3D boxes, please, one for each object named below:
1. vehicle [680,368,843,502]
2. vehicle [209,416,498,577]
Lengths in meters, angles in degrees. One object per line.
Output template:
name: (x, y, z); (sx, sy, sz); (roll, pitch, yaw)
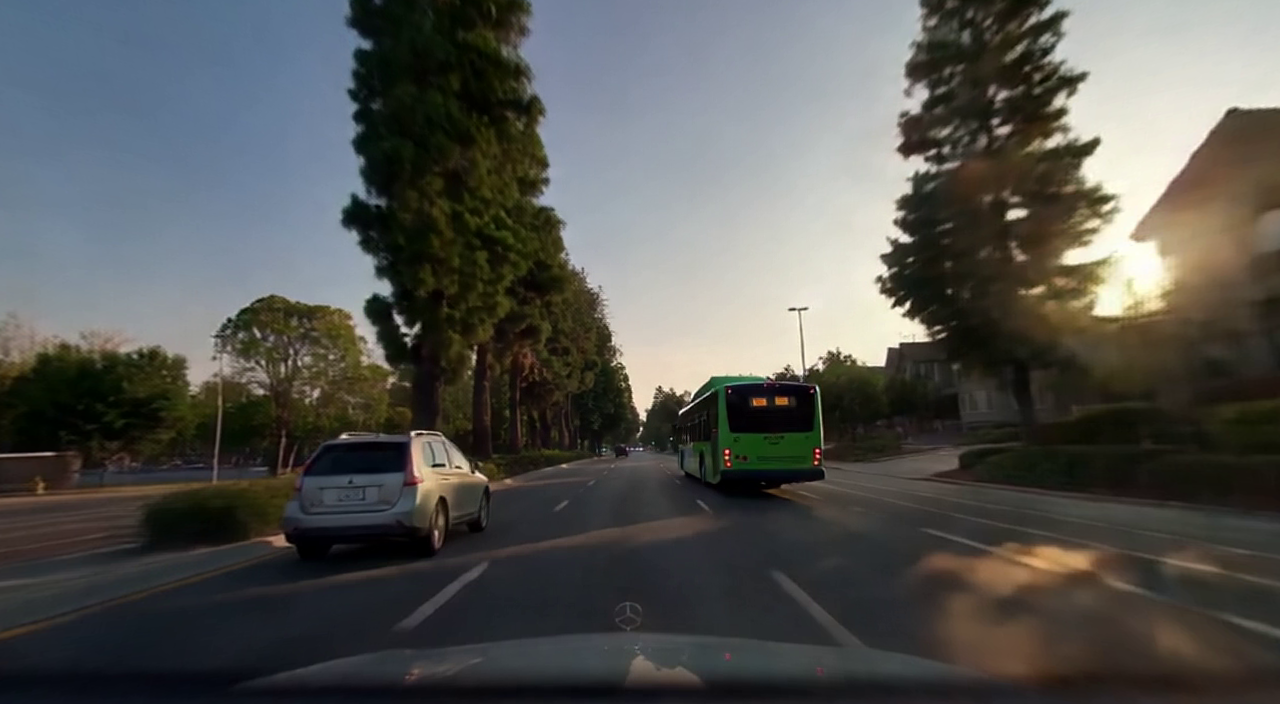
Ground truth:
vehicle: (3.375, 2.944, 21.757); (3.072, 3.278, 12.747); (0, -8, 0)
vehicle: (-3.695, 1.929, 9.218); (2.111, 1.767, 4.333); (0, -8, 1)
